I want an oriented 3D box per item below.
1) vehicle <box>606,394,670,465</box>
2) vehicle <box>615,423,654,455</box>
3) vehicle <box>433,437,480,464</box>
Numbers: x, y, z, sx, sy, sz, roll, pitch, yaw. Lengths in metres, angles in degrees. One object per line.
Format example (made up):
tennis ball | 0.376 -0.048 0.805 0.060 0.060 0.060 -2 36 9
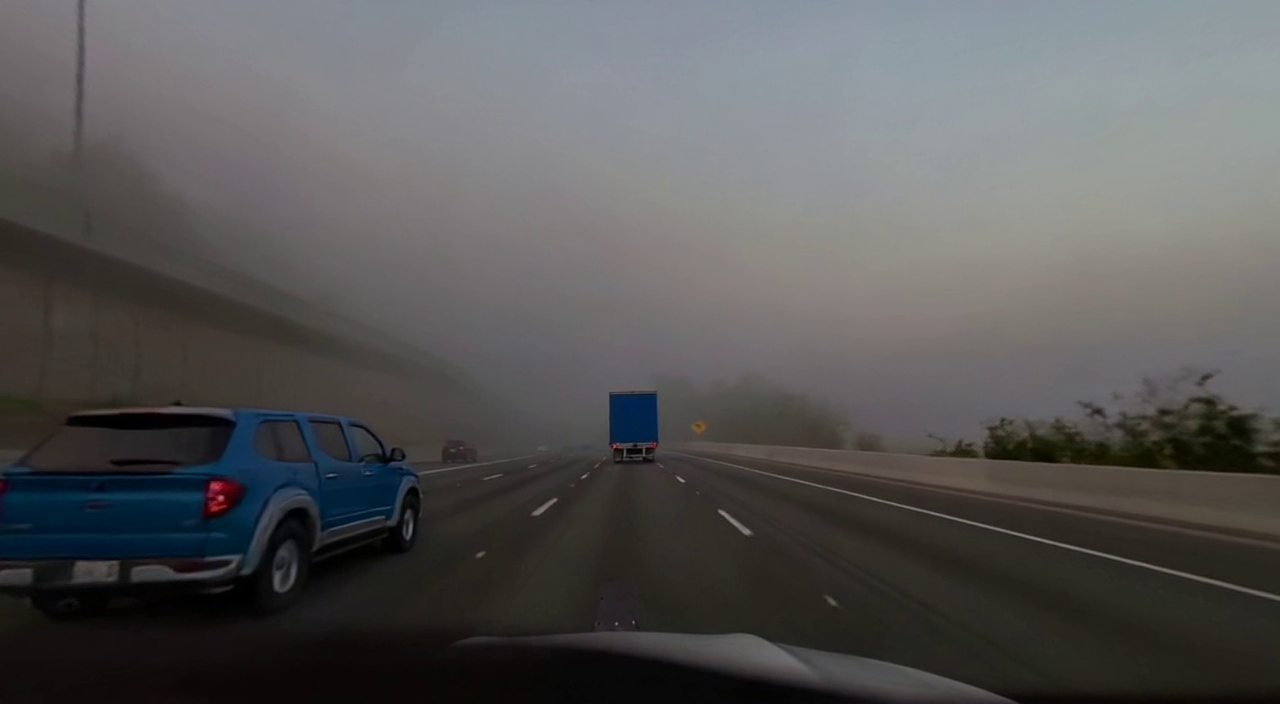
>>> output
vehicle | -0.409 4.900 38.621 3.233 3.678 11.032 0 -9 -3
vehicle | -0.374 4.905 35.378 2.052 1.666 4.358 0 -8 -3
vehicle | -11.992 6.464 41.608 1.919 1.625 4.183 0 -8 -2
